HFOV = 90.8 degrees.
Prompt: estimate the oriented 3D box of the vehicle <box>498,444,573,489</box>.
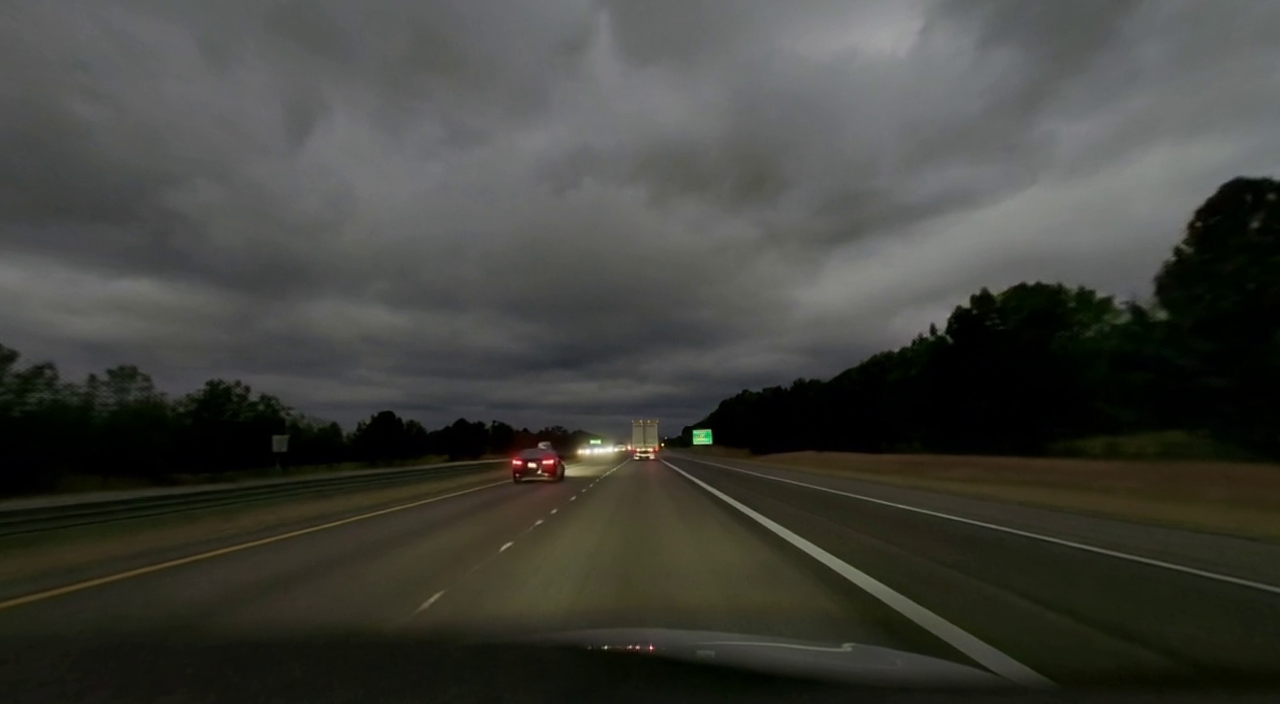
[{"bbox_3d":[-3.703,4.133,23.064,1.955,1.438,4.100,-1,-9,1],"label":"vehicle"}]
